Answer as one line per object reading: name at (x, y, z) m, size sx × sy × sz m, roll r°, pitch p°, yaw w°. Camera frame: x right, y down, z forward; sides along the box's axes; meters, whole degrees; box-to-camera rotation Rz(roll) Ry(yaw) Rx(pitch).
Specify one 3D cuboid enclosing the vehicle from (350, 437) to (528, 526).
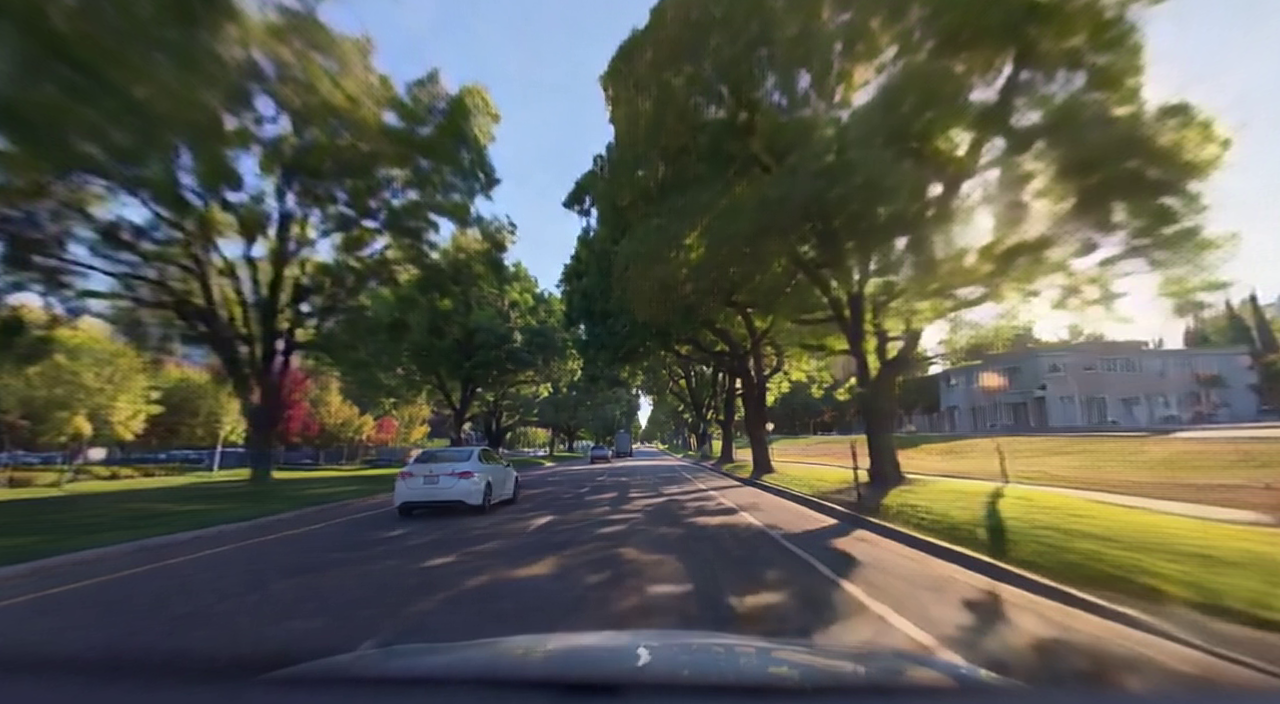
vehicle at (-3.732, 2.494, 12.738) m, size 2.033 × 1.454 × 4.512 m, roll 0°, pitch -9°, yaw 1°
